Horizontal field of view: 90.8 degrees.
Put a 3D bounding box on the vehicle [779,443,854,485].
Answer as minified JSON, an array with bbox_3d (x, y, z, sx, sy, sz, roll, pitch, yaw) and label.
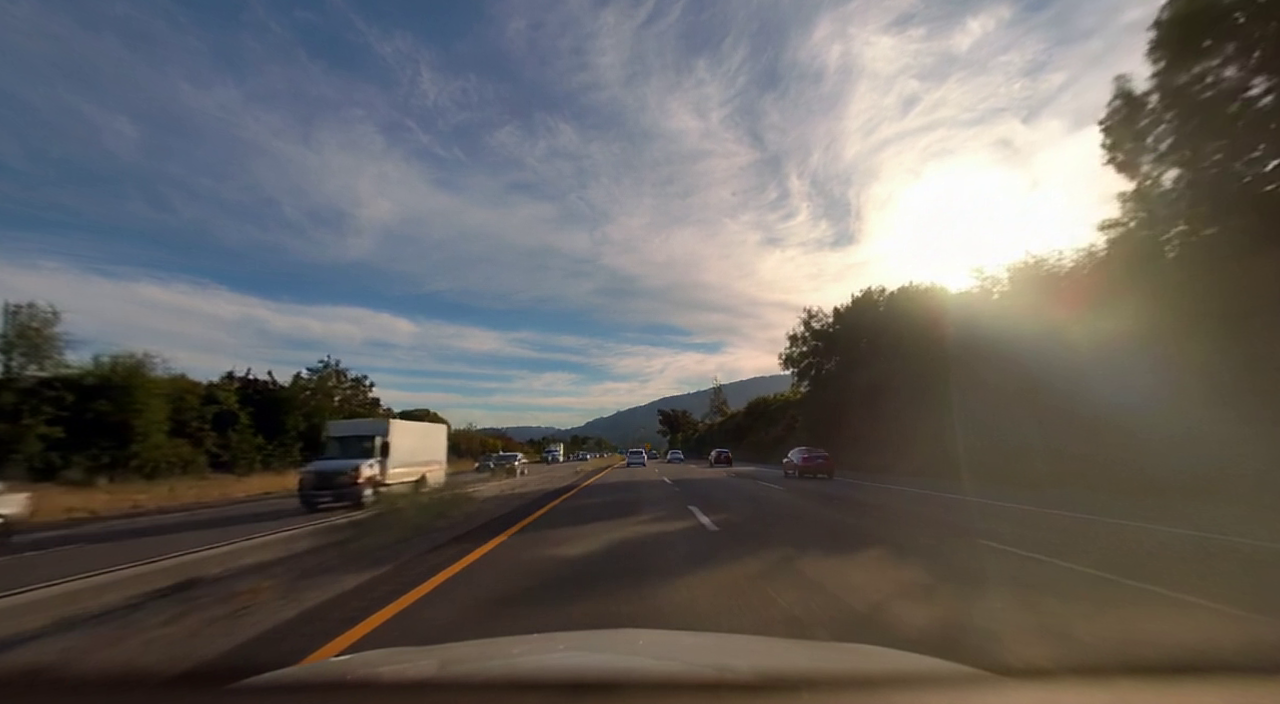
[{"bbox_3d":[7.221,4.620,26.249,1.903,1.566,3.866,0,-9,-1],"label":"vehicle"}]

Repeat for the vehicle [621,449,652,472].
[{"bbox_3d":[-0.255,7.376,43.042,2.021,1.507,4.272,0,-9,0],"label":"vehicle"}]

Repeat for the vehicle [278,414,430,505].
[{"bbox_3d":[-8.872,3.415,20.347,2.207,2.457,5.719,0,-9,0],"label":"vehicle"}]

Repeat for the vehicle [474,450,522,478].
[{"bbox_3d":[-8.826,6.980,39.672,1.997,1.658,4.291,0,-9,0],"label":"vehicle"}]
